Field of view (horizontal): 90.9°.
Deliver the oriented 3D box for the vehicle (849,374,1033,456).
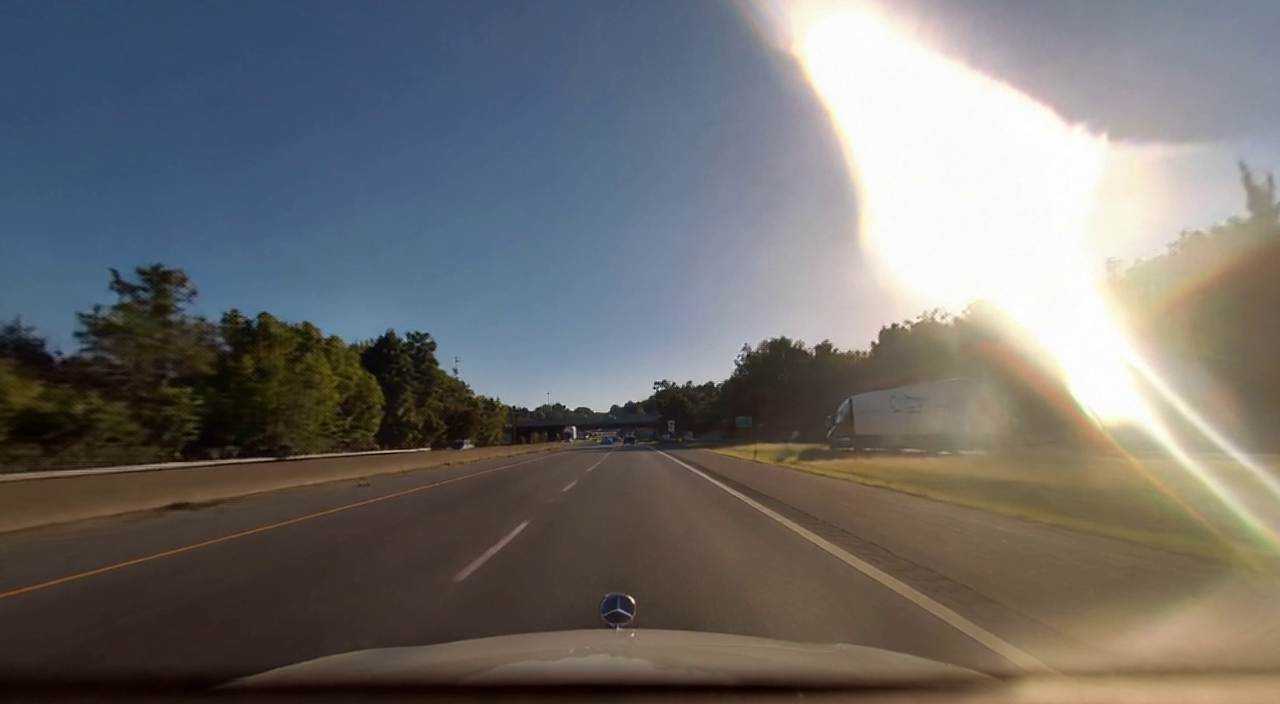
[{"bbox_3d":[17.831,4.166,39.418,3.442,4.212,13.752,1,-8,-7],"label":"vehicle"}]
